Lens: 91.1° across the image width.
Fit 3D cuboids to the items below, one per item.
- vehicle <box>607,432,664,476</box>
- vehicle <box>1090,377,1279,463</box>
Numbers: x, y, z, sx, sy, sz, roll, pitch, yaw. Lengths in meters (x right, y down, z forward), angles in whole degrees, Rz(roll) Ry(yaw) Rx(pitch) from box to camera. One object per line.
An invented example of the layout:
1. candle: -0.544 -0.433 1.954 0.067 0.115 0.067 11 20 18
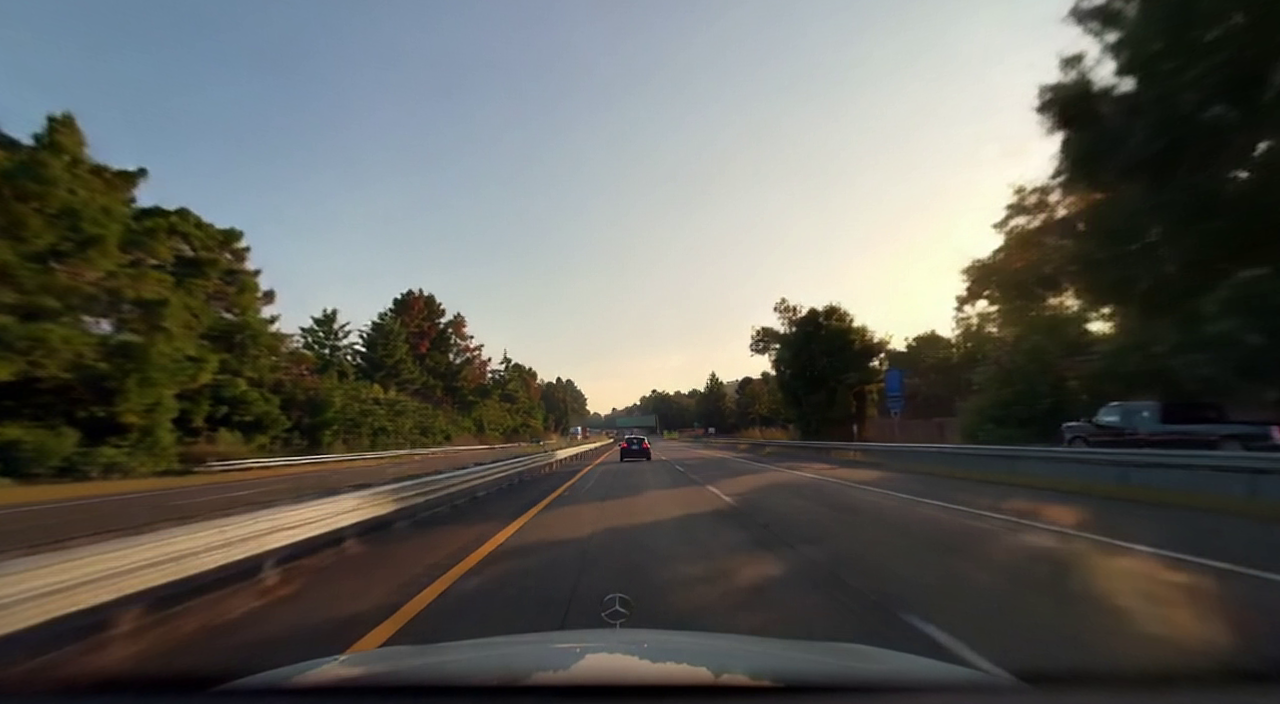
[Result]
1. vehicle: -0.181 3.698 23.167 1.897 1.479 3.724 0 -8 -1
2. vehicle: 31.547 3.690 33.410 2.988 4.062 14.442 0 -8 -8
